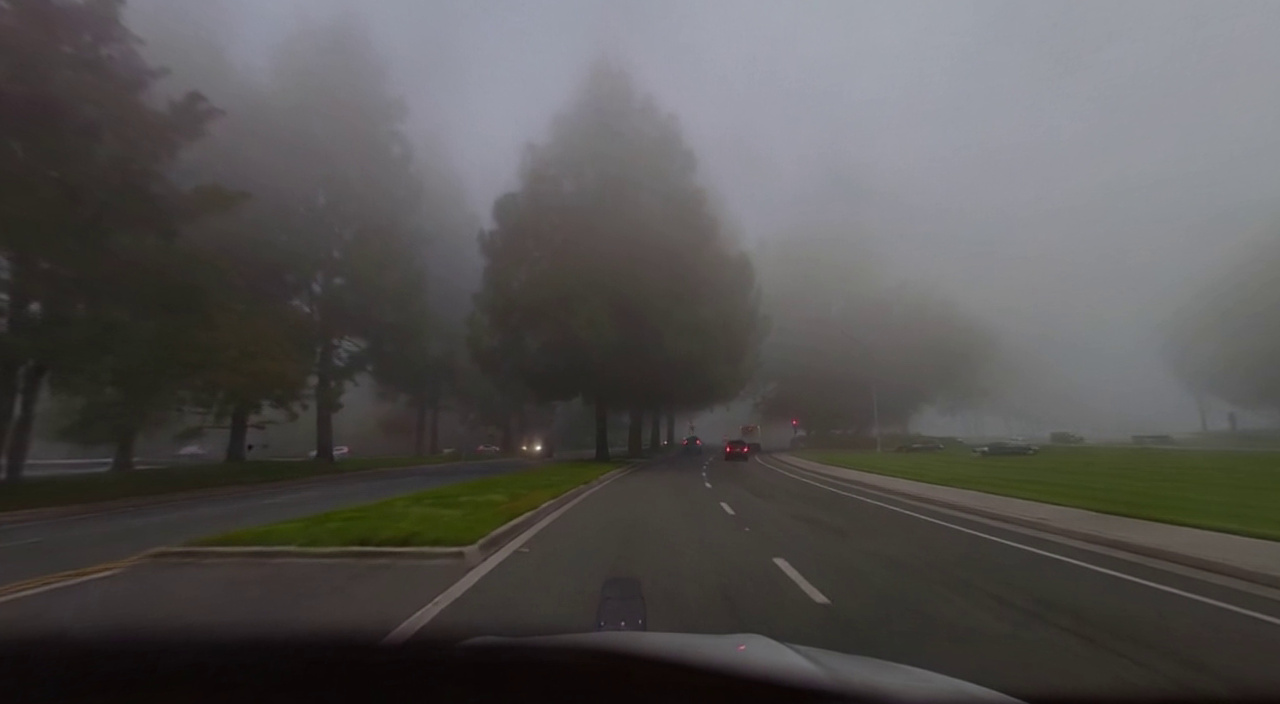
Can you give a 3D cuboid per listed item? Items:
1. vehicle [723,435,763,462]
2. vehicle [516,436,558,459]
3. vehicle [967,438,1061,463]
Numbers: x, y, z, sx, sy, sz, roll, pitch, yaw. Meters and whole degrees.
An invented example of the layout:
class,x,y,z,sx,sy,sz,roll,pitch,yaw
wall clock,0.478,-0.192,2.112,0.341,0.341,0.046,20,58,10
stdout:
class,x,y,z,sx,sy,sz,roll,pitch,yaw
vehicle,5.975,5.626,36.927,1.989,1.497,4.436,-1,-8,5
vehicle,-8.049,7.520,49.730,1.969,1.755,4.518,-1,-8,9
vehicle,23.269,6.125,39.390,4.322,1.467,2.457,0,-8,-1
